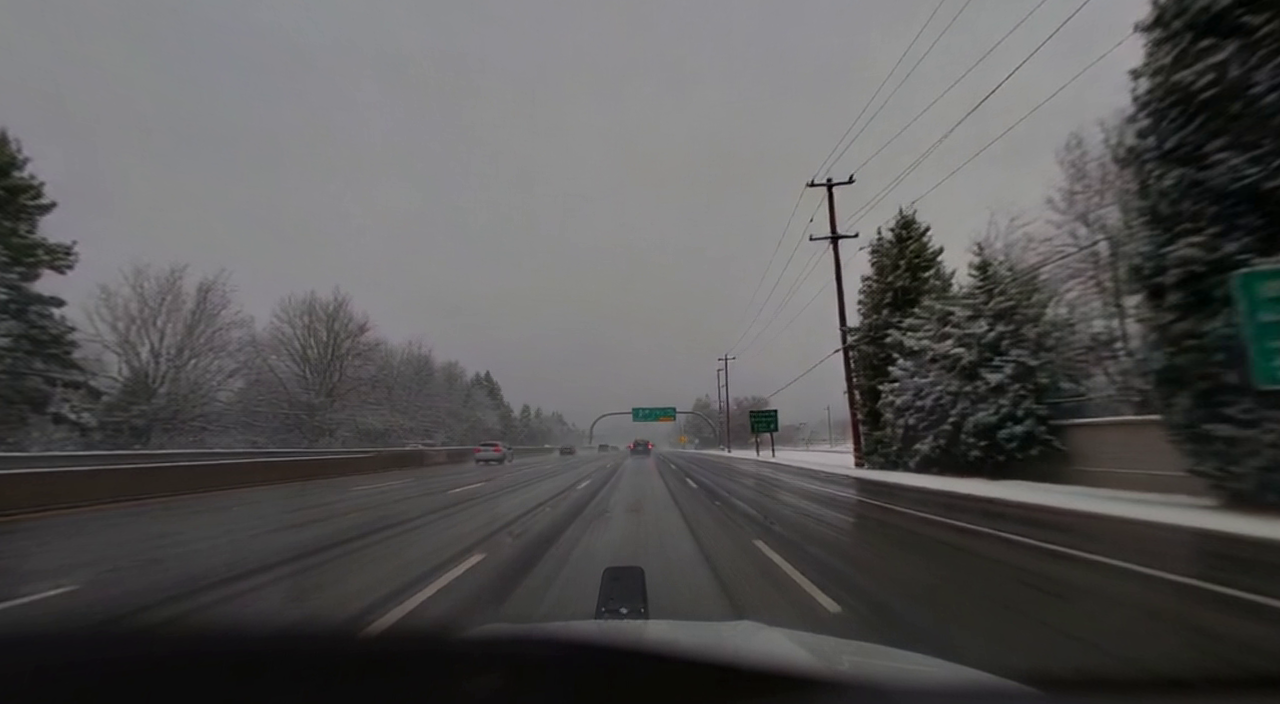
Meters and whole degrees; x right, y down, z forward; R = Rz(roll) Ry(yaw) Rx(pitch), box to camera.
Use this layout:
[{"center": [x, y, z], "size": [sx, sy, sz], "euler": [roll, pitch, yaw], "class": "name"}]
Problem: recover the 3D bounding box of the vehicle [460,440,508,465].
[{"center": [-10.150, 6.563, 41.367], "size": [1.947, 1.528, 4.355], "euler": [0, -8, 1], "class": "vehicle"}]
